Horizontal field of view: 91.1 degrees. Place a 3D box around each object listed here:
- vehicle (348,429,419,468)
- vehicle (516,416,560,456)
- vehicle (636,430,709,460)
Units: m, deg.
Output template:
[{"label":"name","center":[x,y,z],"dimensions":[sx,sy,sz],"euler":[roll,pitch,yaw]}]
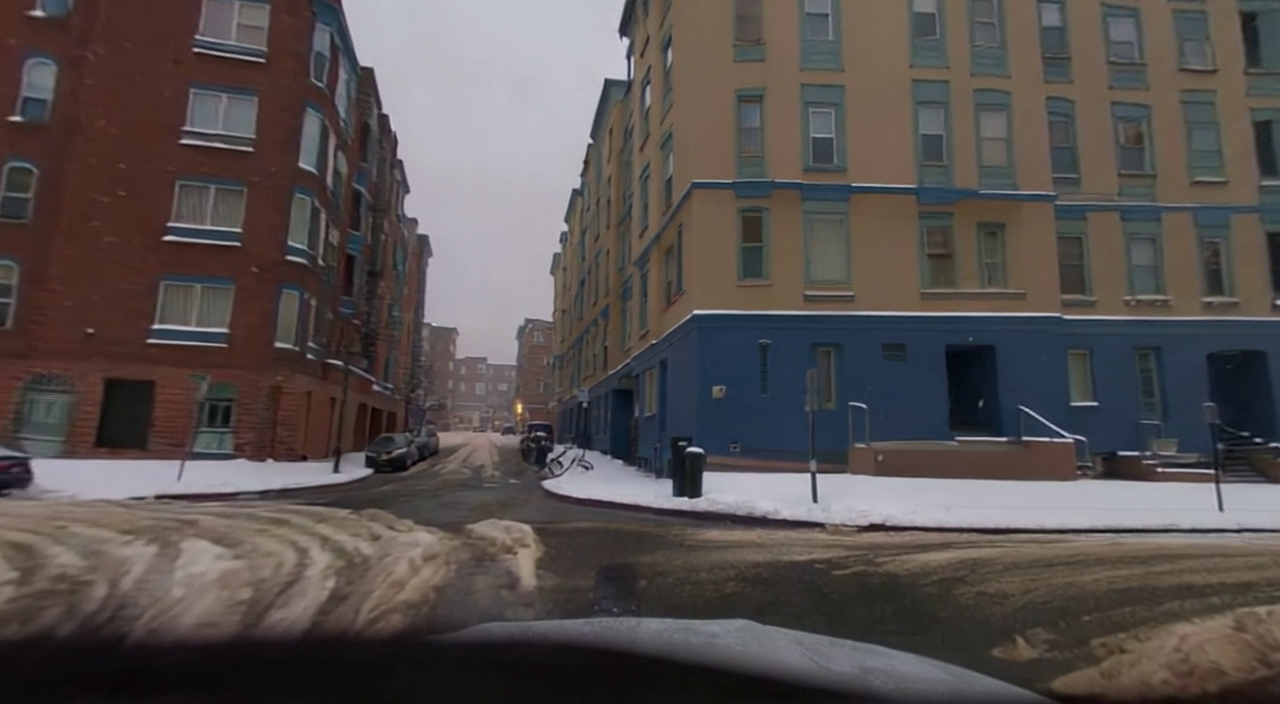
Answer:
[{"label":"vehicle","center":[-10.302,3.902,25.533],"dimensions":[1.897,1.431,3.741],"euler":[2,-8,-10]},{"label":"vehicle","center":[-5.866,4.774,35.685],"dimensions":[2.072,2.074,4.358],"euler":[3,-8,-13]},{"label":"vehicle","center":[1.636,4.732,32.016],"dimensions":[3.404,1.431,1.641],"euler":[2,-8,-11]}]
